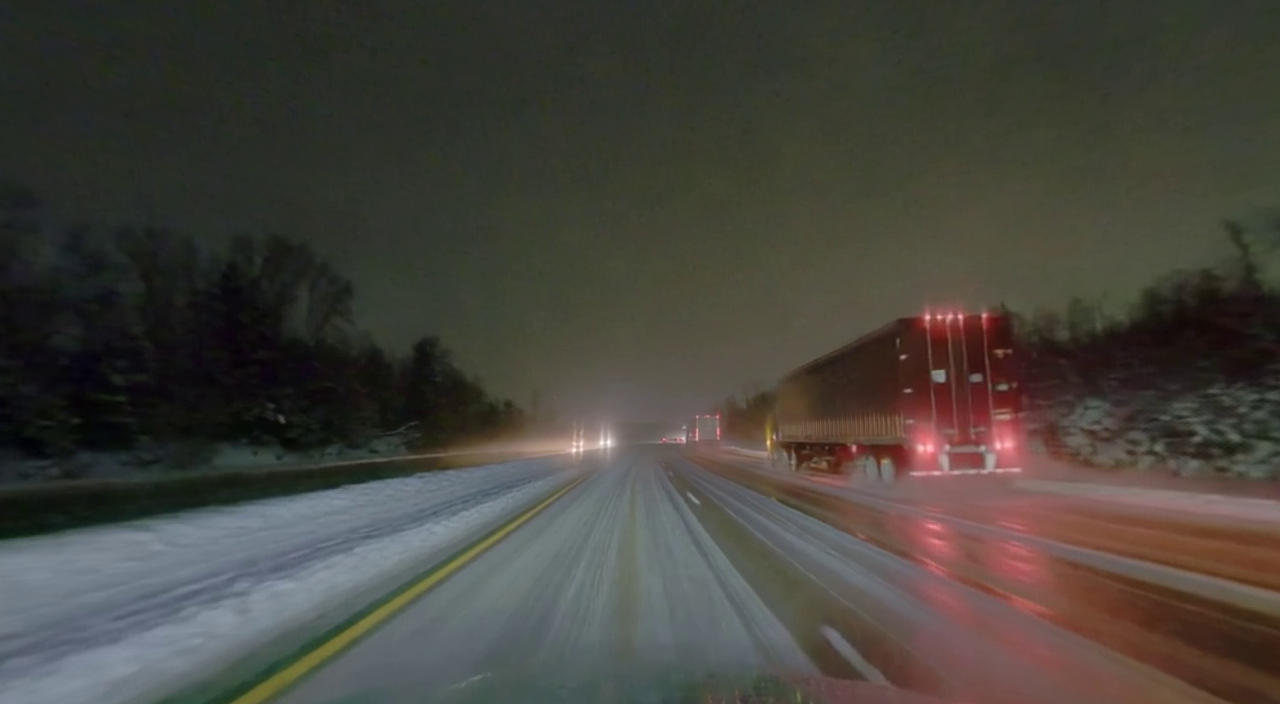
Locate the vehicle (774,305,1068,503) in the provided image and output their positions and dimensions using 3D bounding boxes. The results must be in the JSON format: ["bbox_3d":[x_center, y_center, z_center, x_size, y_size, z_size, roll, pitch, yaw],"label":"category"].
[{"bbox_3d":[7.221,2.025,19.960,2.885,4.075,13.981,-1,-8,0],"label":"vehicle"}]
